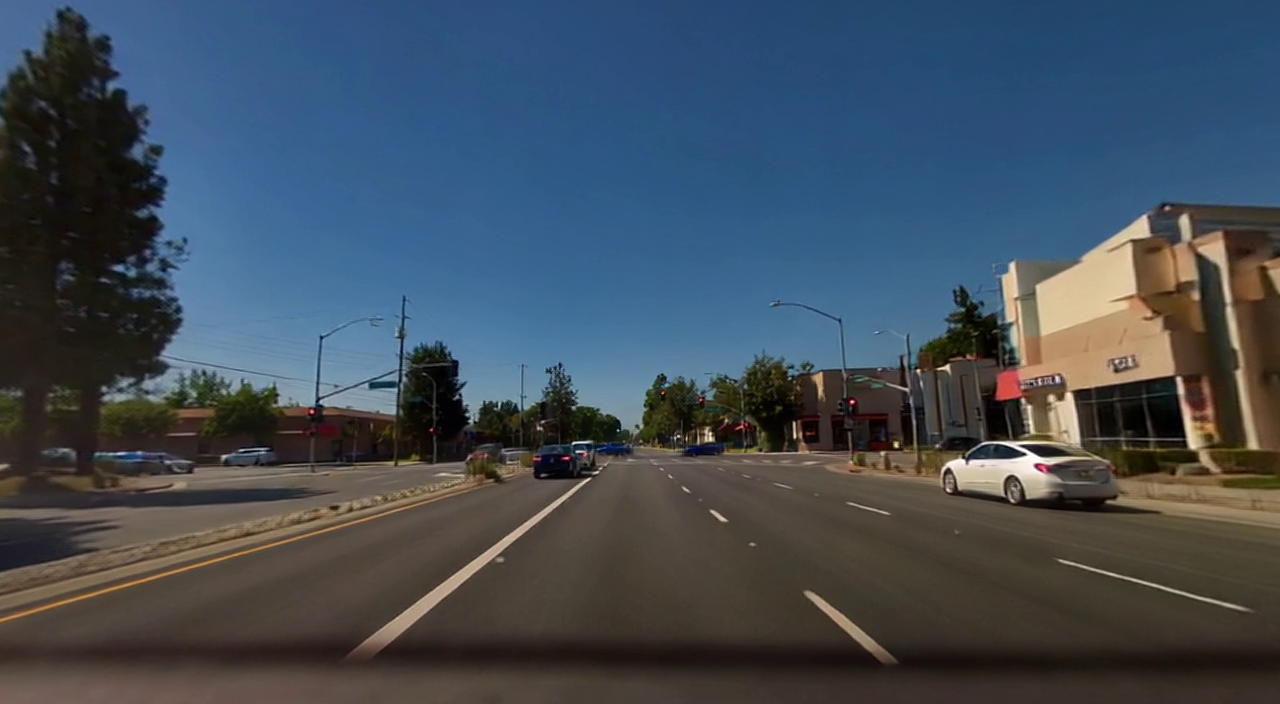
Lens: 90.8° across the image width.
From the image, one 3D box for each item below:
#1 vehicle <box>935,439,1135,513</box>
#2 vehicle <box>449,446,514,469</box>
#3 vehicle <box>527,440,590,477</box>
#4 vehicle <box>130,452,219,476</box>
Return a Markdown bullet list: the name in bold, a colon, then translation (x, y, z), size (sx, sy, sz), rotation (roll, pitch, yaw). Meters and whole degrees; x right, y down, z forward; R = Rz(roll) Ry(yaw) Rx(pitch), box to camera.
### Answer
- **vehicle**: translation (8.959, 2.820, 14.883), size (1.936, 1.460, 4.258), rotation (0, -8, 0)
- **vehicle**: translation (-10.620, 7.074, 42.623), size (1.873, 1.485, 4.382), rotation (-4, -9, 24)
- **vehicle**: translation (-3.507, 4.711, 28.128), size (2.121, 1.481, 4.708), rotation (0, -8, 1)
- **vehicle**: translation (-32.050, 7.677, 43.514), size (5.228, 1.539, 2.009), rotation (-3, -9, 16)
